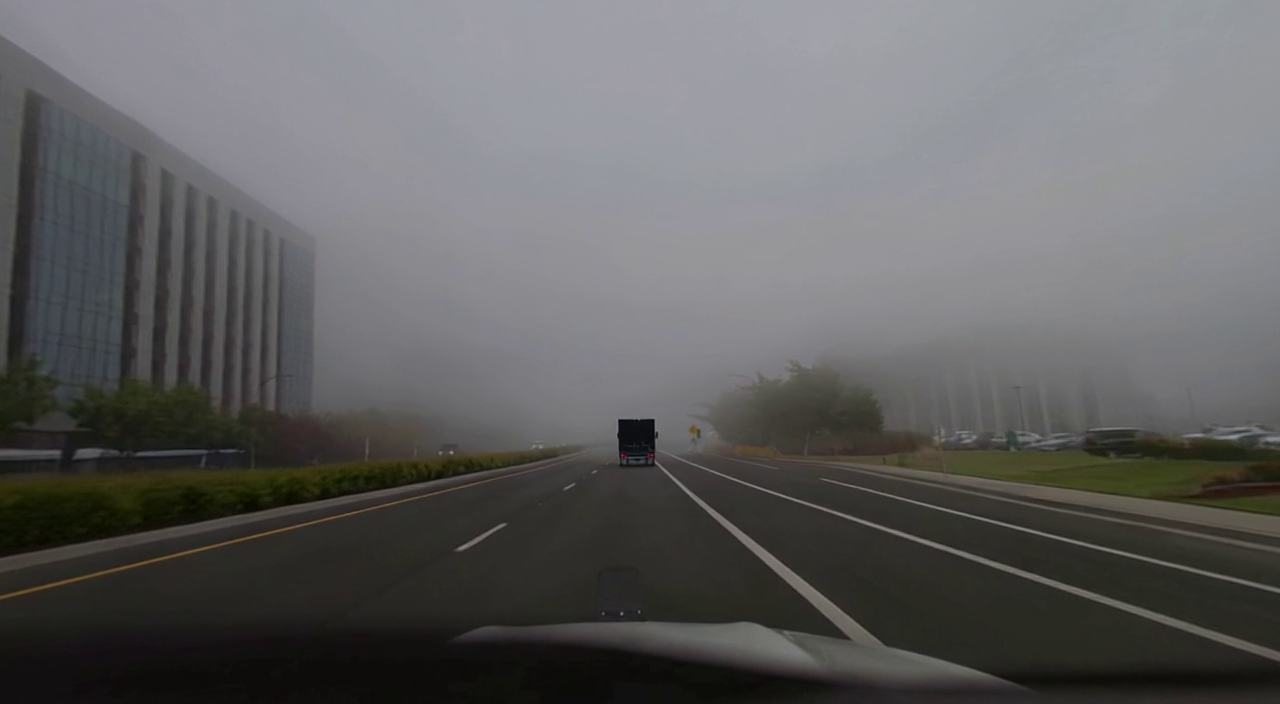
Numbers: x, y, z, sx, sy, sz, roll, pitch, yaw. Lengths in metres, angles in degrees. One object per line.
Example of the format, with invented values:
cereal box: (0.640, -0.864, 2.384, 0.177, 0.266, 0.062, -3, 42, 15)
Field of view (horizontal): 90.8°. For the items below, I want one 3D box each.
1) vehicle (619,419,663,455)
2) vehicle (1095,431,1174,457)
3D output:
vehicle: (-0.054, 4.736, 34.836, 2.178, 1.829, 4.932, 0, -9, -3)
vehicle: (35.717, 6.658, 45.702, 4.297, 1.798, 1.955, 0, -8, -10)
